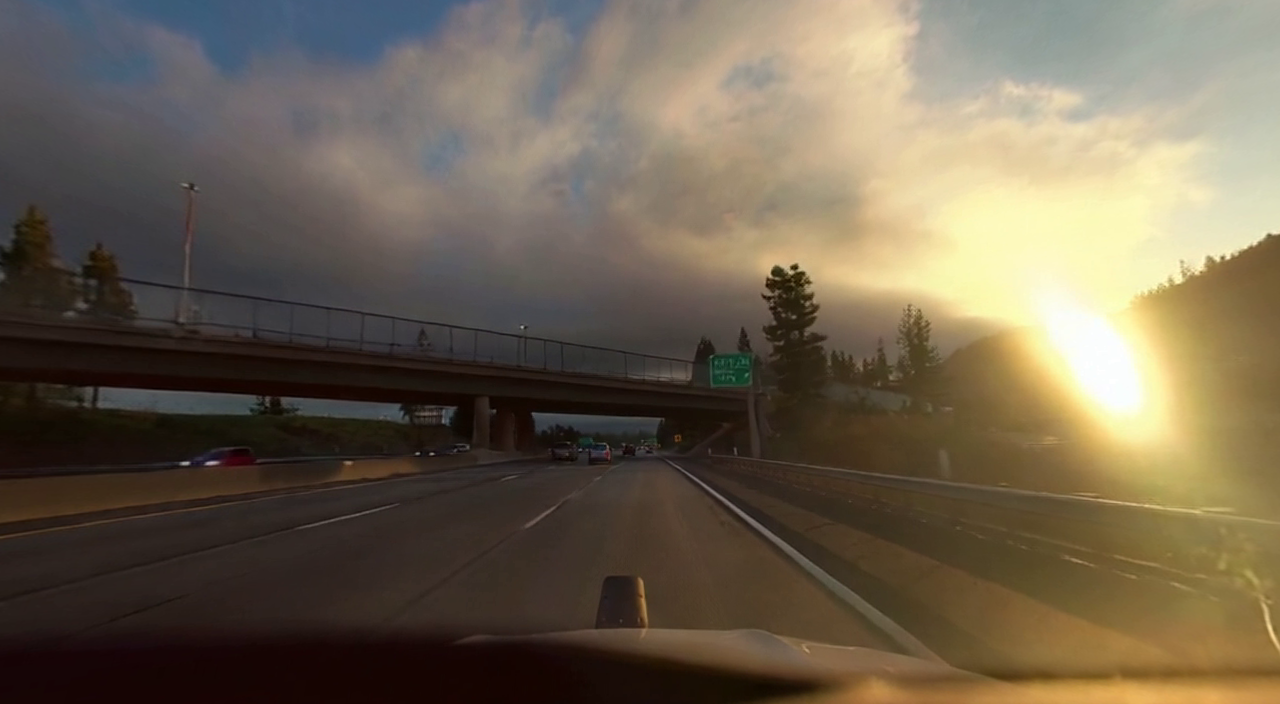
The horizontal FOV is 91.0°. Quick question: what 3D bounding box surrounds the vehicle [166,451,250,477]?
[{"bbox_3d":[-27.534,7.127,40.341,1.919,1.546,4.770,0,-9,2],"label":"vehicle"}]
